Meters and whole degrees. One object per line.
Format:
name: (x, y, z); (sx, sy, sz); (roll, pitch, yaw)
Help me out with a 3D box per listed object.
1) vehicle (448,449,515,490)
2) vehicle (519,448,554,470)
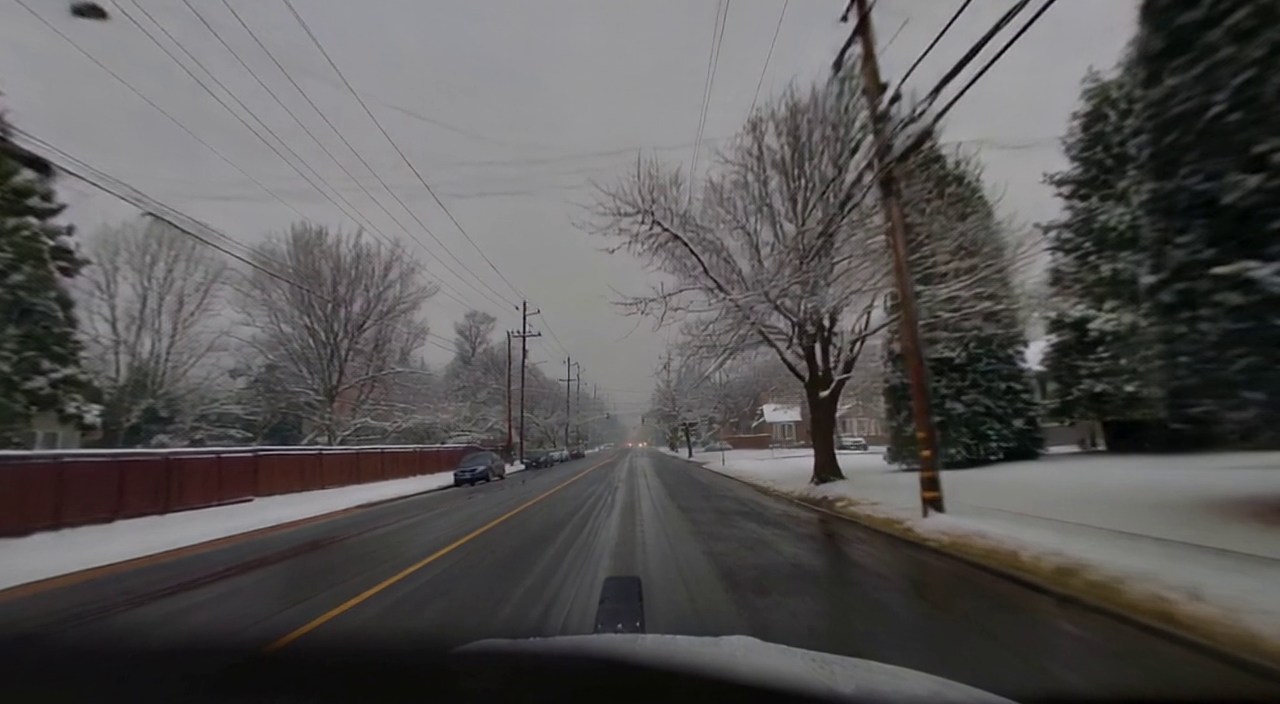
vehicle: (-7.261, 5.390, 29.382); (1.869, 1.442, 4.344); (-9, -8, -1)
vehicle: (-7.746, 8.015, 47.449); (1.949, 1.512, 3.818); (0, -8, 0)
